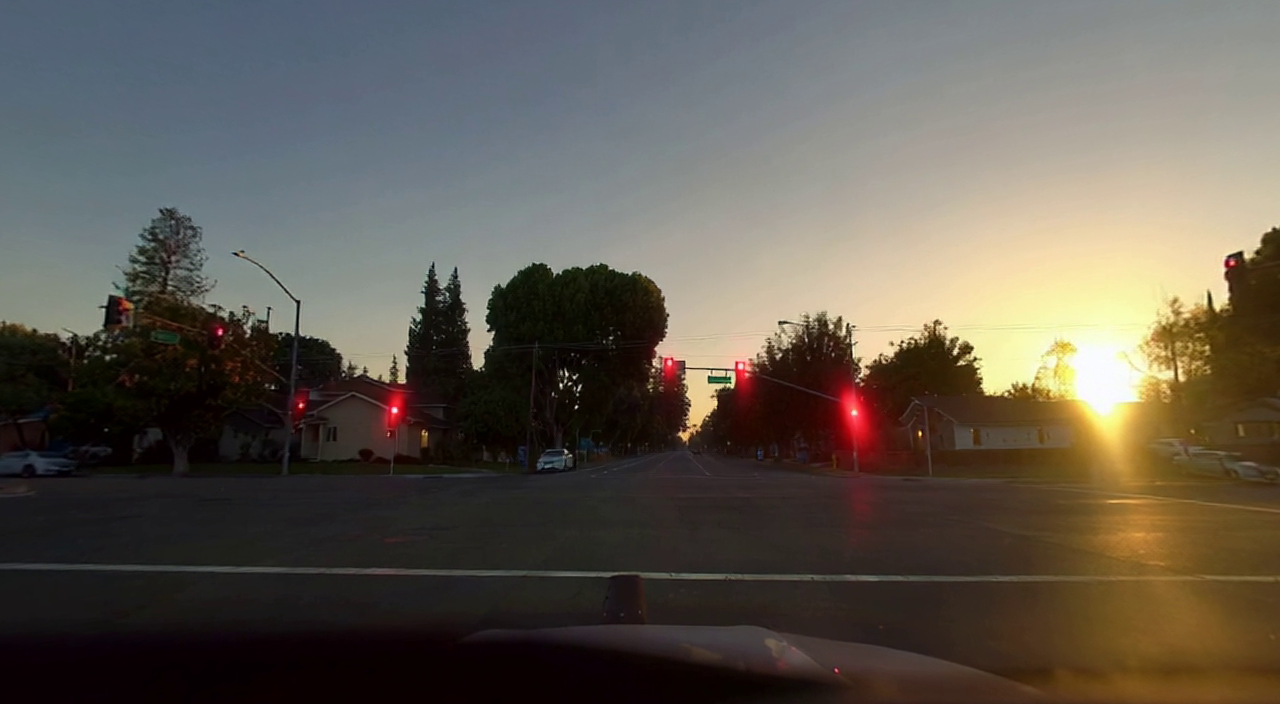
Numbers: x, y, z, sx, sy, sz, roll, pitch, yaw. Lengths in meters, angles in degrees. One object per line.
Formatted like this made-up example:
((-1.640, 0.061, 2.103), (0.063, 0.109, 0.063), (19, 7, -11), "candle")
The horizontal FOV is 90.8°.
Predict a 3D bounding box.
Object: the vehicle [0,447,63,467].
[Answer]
((-44.282, 7.528, 45.390), (3.949, 1.422, 1.744), (0, -9, 1), "vehicle")

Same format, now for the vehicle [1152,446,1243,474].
((36.779, 7.095, 41.866), (1.853, 1.723, 4.460), (0, -9, -1), "vehicle")
